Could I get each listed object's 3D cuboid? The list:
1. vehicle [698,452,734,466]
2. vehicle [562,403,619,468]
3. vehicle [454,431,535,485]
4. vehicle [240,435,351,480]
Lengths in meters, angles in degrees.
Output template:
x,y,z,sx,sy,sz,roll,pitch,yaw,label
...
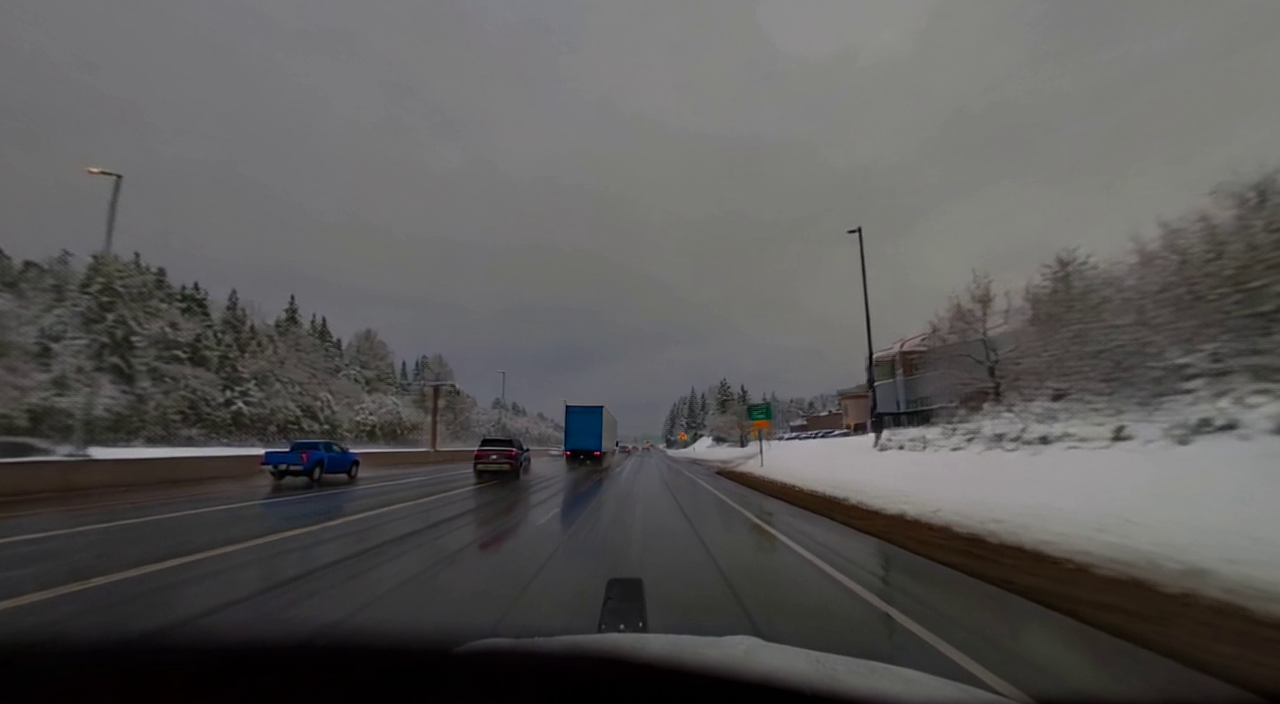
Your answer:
x,y,z,sx,sy,sz,roll,pitch,yaw,label
5.795,8.220,48.645,2.295,0.969,3.132,0,-8,-2,vehicle
-3.292,6.125,45.657,2.905,4.037,12.921,0,-8,1,vehicle
-5.404,3.986,24.032,2.058,1.840,4.443,0,-8,-1,vehicle
-14.173,4.365,26.298,1.997,1.695,4.492,0,-8,1,vehicle
